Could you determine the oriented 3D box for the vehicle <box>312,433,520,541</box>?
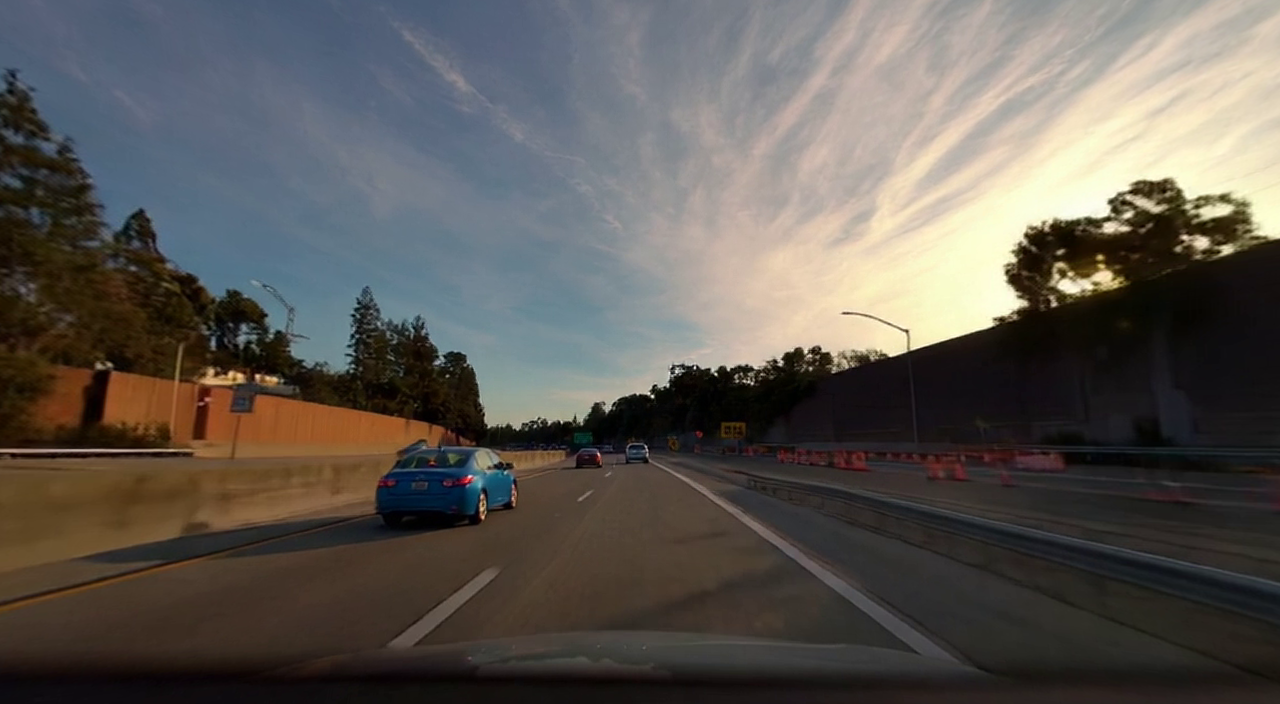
[{"bbox_3d":[-3.638,2.278,11.341,2.012,1.510,4.672,0,-9,0],"label":"vehicle"}]

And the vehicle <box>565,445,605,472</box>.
[{"bbox_3d":[-3.076,6.063,36.051,1.965,1.459,4.145,0,-9,-1],"label":"vehicle"}]
